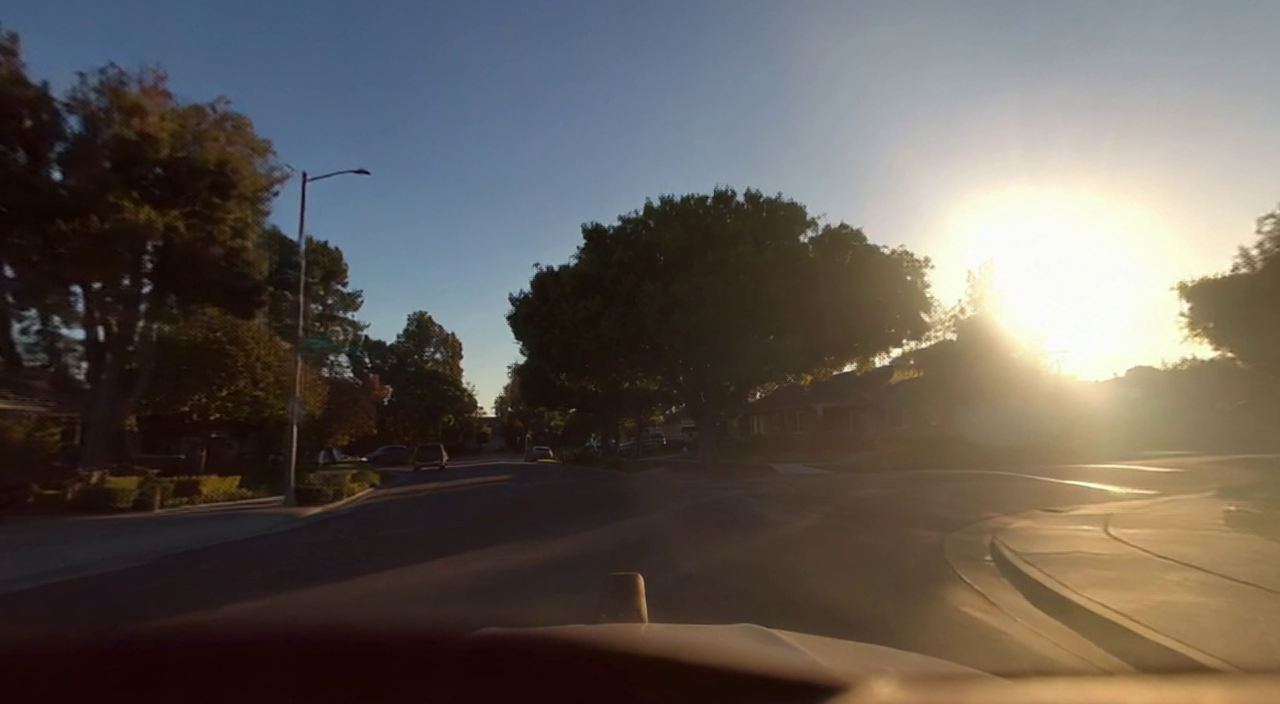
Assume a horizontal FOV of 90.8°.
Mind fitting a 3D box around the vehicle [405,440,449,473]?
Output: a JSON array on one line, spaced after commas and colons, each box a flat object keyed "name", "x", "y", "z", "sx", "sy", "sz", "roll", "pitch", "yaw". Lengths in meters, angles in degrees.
[{"name": "vehicle", "x": -12.815, "y": 6.327, "z": 38.326, "sx": 2.152, "sy": 1.826, "sz": 4.725, "roll": 2, "pitch": -9, "yaw": -15}]

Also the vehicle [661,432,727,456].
[{"name": "vehicle", "x": 3.773, "y": 6.503, "z": 44.479, "sx": 4.241, "sy": 1.597, "sz": 1.833, "roll": 2, "pitch": -9, "yaw": -15}]
